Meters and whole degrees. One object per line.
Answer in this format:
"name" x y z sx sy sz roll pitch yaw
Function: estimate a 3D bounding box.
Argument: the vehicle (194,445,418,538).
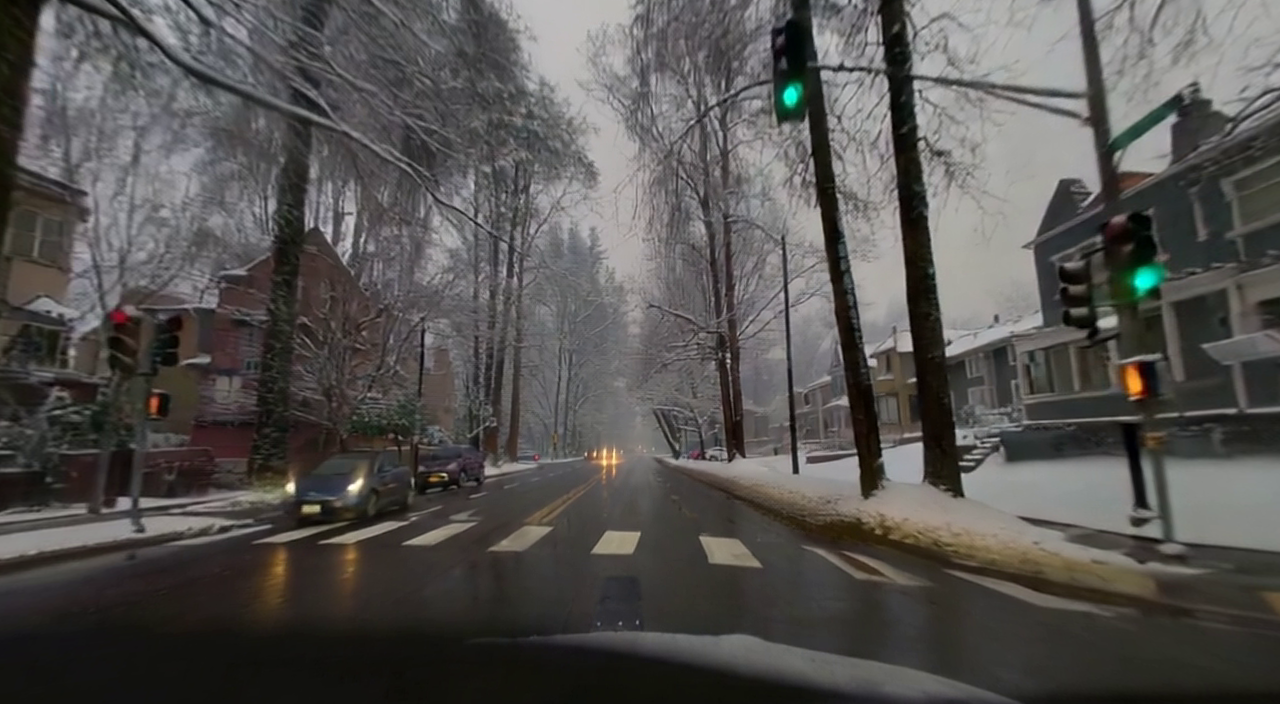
"vehicle" -6.486 2.710 13.046 2.235 1.530 4.471 0 -8 -1

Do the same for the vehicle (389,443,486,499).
"vehicle" -7.449 4.378 23.962 2.129 1.730 5.544 0 -7 -3

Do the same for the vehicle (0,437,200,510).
"vehicle" -14.882 3.122 16.899 2.280 1.635 4.550 -3 -9 18
